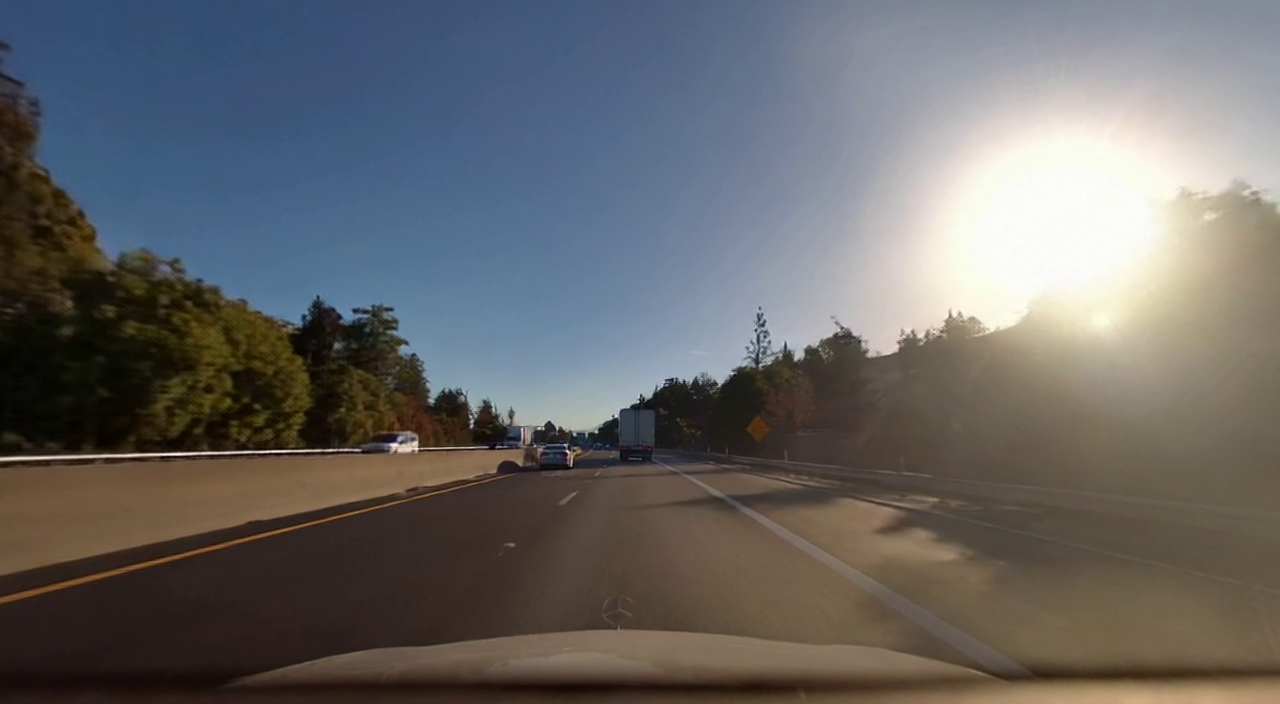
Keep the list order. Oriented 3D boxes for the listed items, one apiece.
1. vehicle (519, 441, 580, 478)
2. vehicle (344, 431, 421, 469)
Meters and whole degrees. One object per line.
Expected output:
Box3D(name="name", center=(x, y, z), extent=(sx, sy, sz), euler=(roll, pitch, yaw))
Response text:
Box3D(name="vehicle", center=(-3.951, 4.801, 28.205), extent=(2.057, 1.519, 4.372), euler=(0, -9, 0))
Box3D(name="vehicle", center=(-13.416, 5.151, 33.001), extent=(2.054, 1.840, 4.734), euler=(0, -9, 0))
